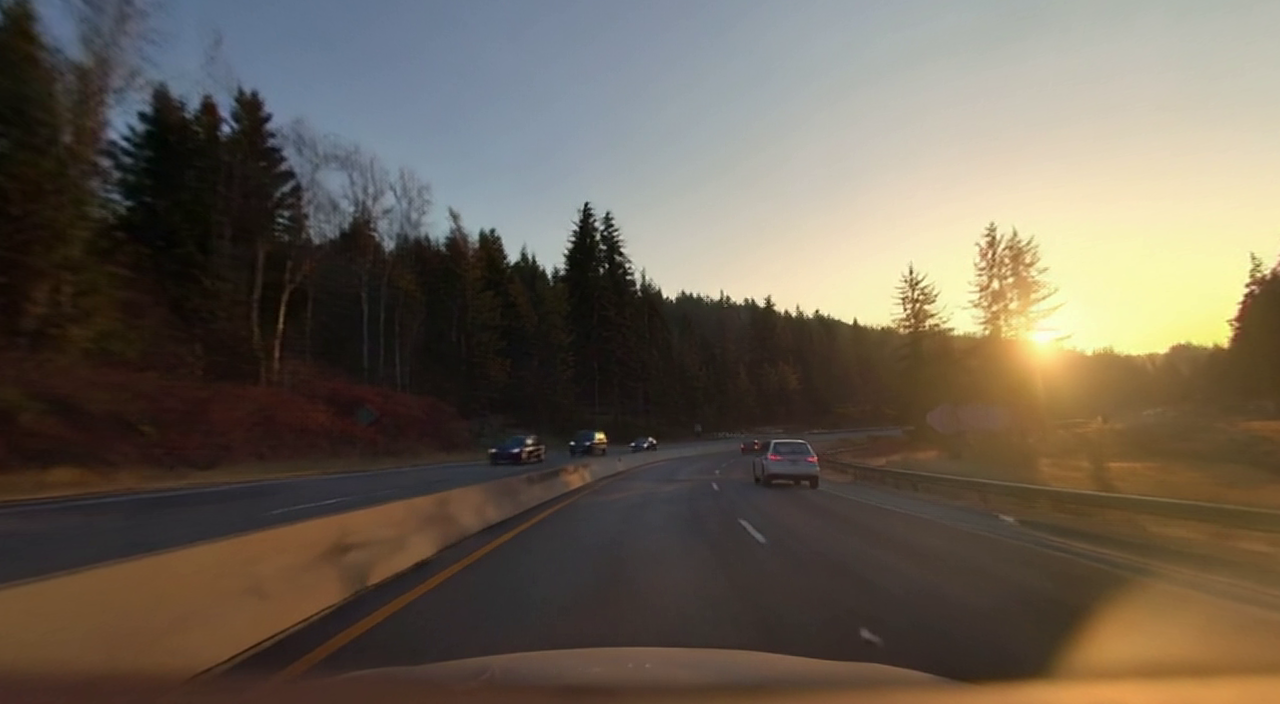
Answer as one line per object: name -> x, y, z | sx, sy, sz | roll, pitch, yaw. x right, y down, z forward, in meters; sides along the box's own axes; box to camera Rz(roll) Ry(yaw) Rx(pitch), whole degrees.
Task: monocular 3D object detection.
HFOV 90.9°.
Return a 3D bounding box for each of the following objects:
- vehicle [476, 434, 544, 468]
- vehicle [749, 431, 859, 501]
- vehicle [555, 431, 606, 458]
vehicle -> -6.143, 4.738, 30.320 | 1.814, 1.508, 4.342 | -1, -8, 8
vehicle -> 4.421, 3.137, 17.796 | 2.112, 1.708, 4.380 | 0, -8, 3
vehicle -> -4.054, 6.415, 43.670 | 2.222, 1.768, 4.699 | -1, -9, 11
